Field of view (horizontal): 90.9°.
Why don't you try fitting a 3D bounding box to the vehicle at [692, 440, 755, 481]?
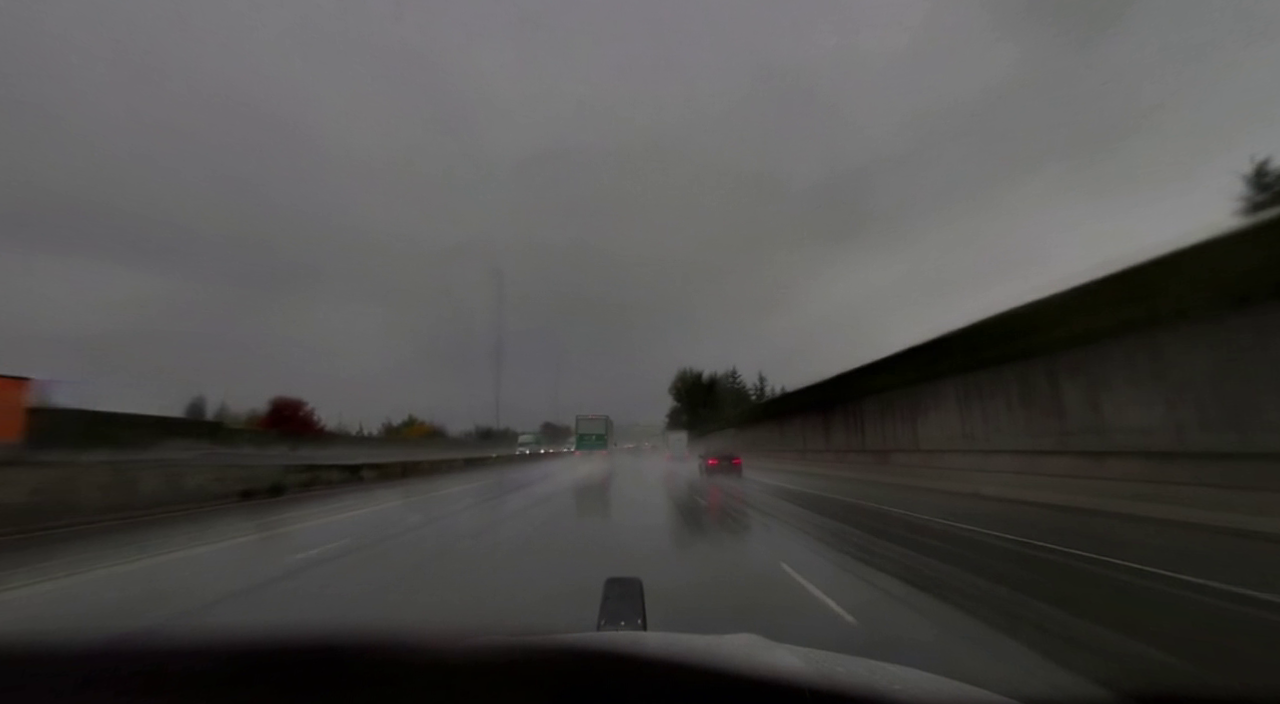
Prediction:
[{"bbox_3d":[3.357,4.503,26.253,1.983,1.545,4.038,0,-9,-1],"label":"vehicle"}]
